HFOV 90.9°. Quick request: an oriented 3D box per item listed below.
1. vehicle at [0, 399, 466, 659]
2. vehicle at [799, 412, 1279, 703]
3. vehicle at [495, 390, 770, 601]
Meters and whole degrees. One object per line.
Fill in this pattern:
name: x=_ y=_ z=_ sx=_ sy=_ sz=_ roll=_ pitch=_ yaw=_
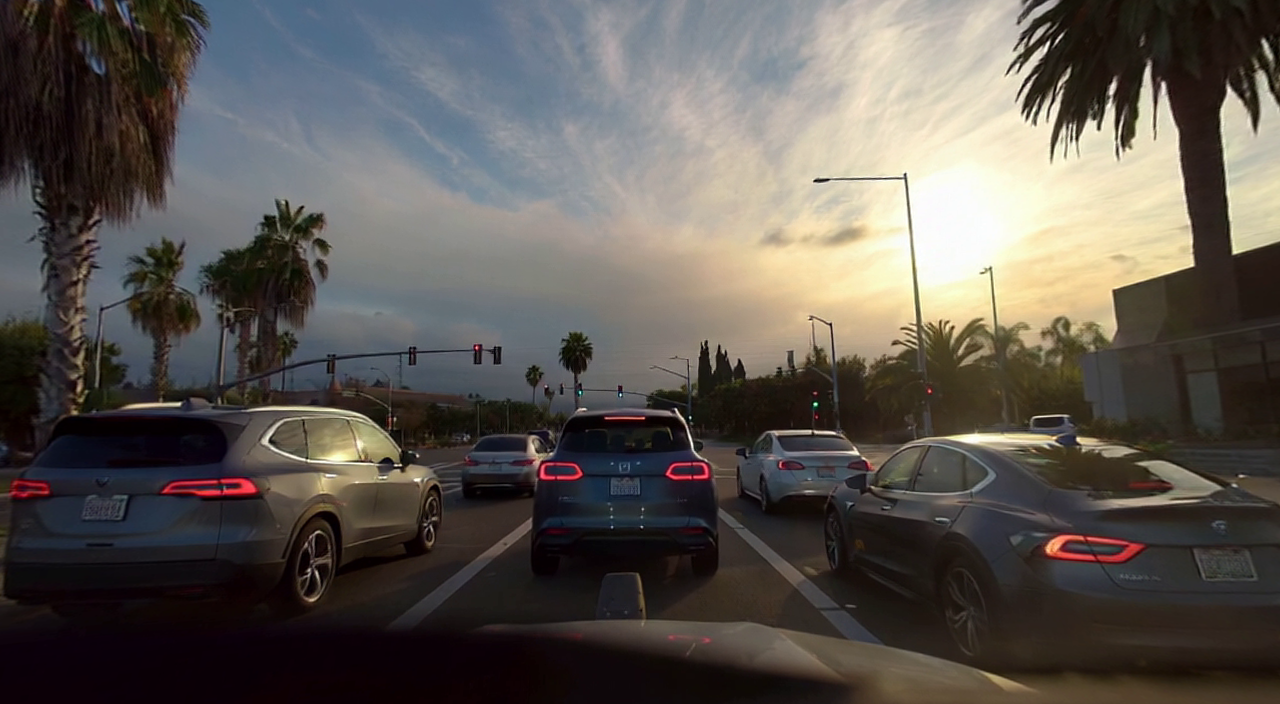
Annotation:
vehicle: x=-3.360 y=1.382 z=6.052 sx=2.014 sy=1.534 sz=4.455 roll=0 pitch=-8 yaw=1
vehicle: x=2.967 y=1.371 z=5.256 sx=2.017 sy=1.491 sz=4.611 roll=0 pitch=-8 yaw=-1
vehicle: x=-0.127 y=1.516 z=7.512 sx=2.280 sy=1.747 sz=4.361 roll=0 pitch=-8 yaw=-2
